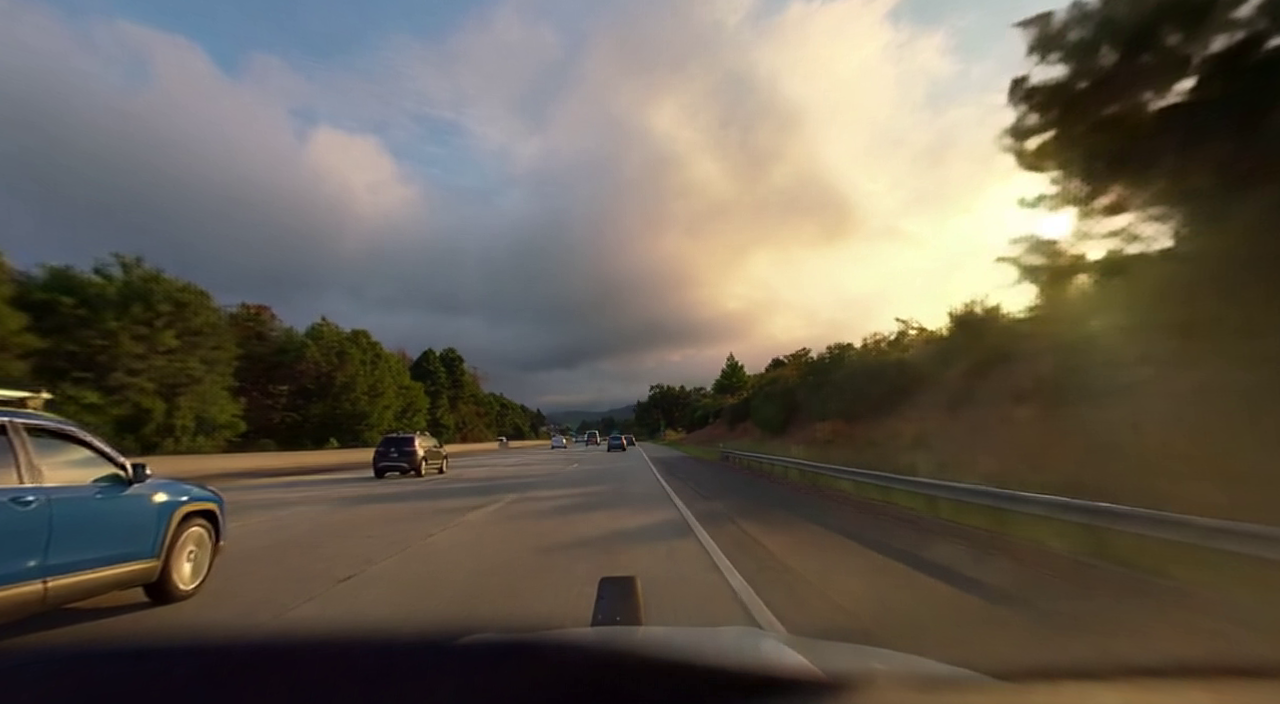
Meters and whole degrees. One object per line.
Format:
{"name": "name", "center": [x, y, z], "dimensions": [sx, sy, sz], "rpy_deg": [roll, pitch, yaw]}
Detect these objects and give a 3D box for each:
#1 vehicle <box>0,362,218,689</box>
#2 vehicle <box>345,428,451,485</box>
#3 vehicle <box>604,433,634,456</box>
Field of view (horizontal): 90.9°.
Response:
{"name": "vehicle", "center": [-4.475, 0.854, 2.768], "dimensions": [2.069, 1.748, 4.652], "rpy_deg": [0, -7, -1]}
{"name": "vehicle", "center": [-8.168, 3.522, 21.776], "dimensions": [1.964, 1.745, 4.338], "rpy_deg": [0, -7, 0]}
{"name": "vehicle", "center": [-1.556, 6.873, 47.151], "dimensions": [2.178, 1.658, 3.916], "rpy_deg": [0, -7, -1]}
